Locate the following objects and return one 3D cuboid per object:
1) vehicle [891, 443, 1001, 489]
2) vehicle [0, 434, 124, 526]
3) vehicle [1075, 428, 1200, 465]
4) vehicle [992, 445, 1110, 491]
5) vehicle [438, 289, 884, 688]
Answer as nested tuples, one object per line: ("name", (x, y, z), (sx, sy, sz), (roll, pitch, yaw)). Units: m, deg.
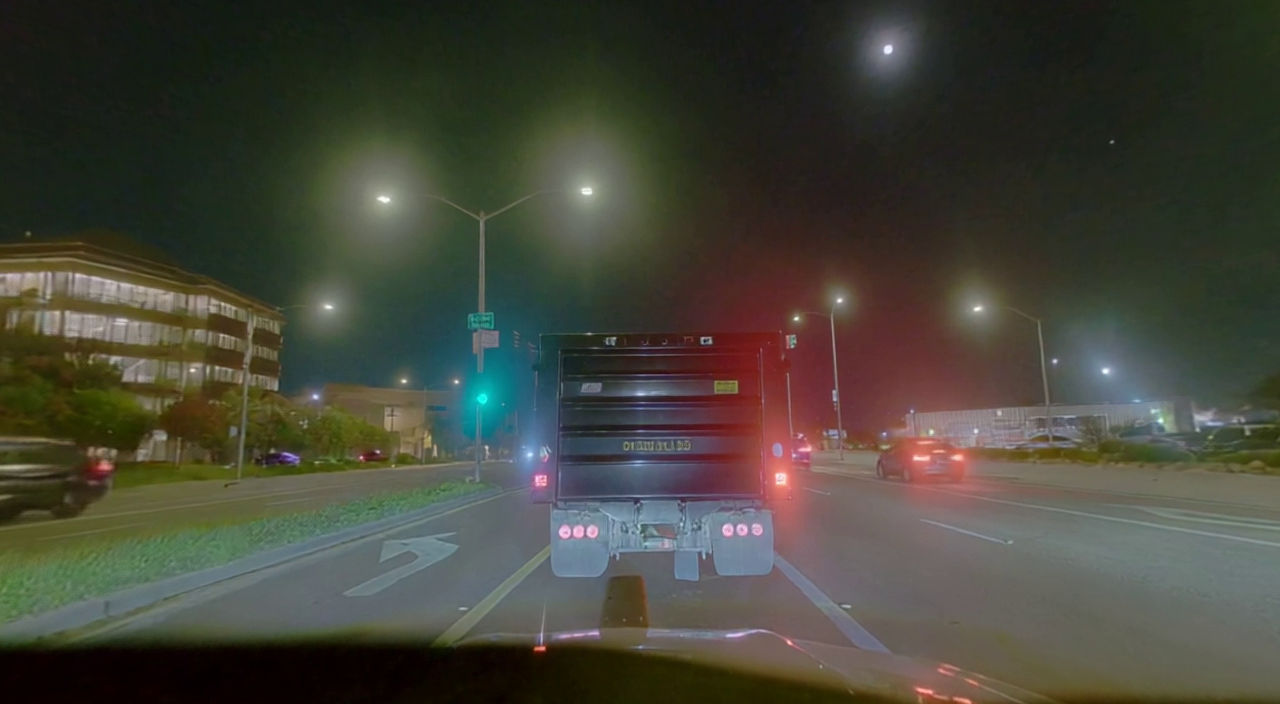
("vehicle", (10.670, 3.971, 22.380), (1.907, 1.465, 4.077), (-1, -8, 1))
("vehicle", (-14.613, 2.736, 13.459), (2.218, 1.926, 5.753), (-1, -8, 1))
("vehicle", (23.118, 4.389, 29.431), (4.171, 1.614, 1.894), (-1, -8, 1))
("vehicle", (14.307, 4.017, 22.233), (1.702, 1.475, 3.670), (-1, -8, 1))
("vehicle", (0.274, 1.304, 7.382), (2.650, 2.391, 7.008), (-1, -8, 3))
